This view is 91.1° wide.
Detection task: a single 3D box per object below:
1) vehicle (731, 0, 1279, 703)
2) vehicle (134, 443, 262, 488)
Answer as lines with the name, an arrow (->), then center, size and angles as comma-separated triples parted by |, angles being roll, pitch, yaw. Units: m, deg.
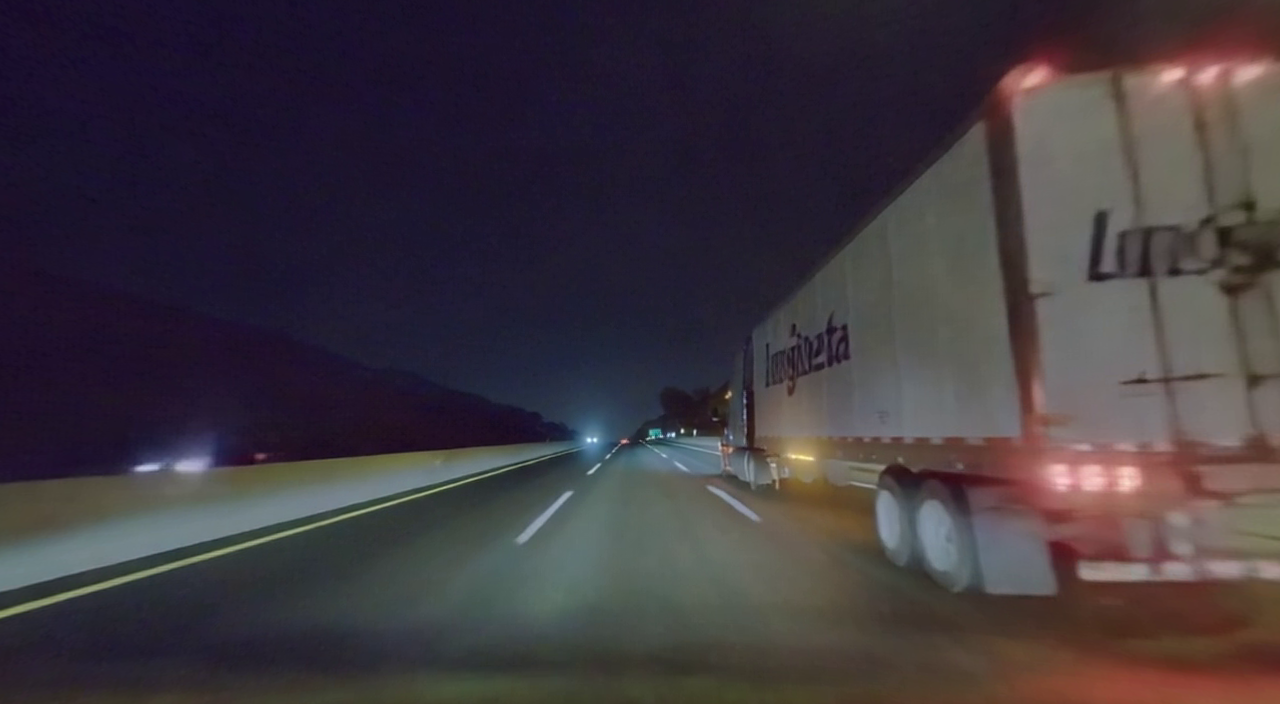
vehicle -> 4.058, 0.613, 9.794 | 2.920, 4.029, 13.900 | 0, -8, -1
vehicle -> -16.636, 4.249, 23.972 | 1.900, 1.520, 4.141 | 0, -8, 0
